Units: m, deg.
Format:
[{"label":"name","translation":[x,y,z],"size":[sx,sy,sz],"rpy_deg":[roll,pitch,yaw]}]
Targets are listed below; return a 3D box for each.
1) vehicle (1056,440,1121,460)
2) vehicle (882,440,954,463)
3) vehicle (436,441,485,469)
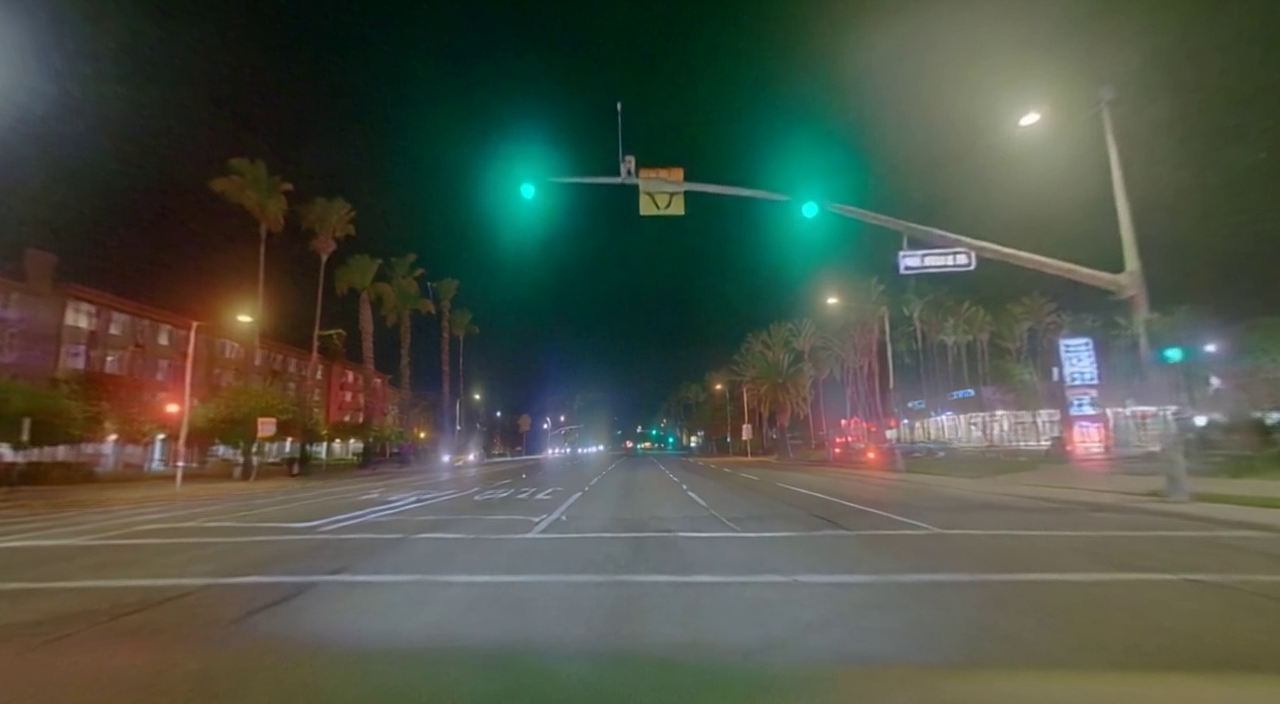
[{"label":"vehicle","translation":[34.892,7.637,49.234],"size":[3.698,1.478,1.811],"rpy_deg":[0,-8,-4]},{"label":"vehicle","translation":[21.621,7.712,49.192],"size":[4.620,1.475,1.904],"rpy_deg":[-3,-9,-3]},{"label":"vehicle","translation":[-13.382,7.704,47.489],"size":[2.237,1.950,5.039],"rpy_deg":[0,-8,-1]}]
